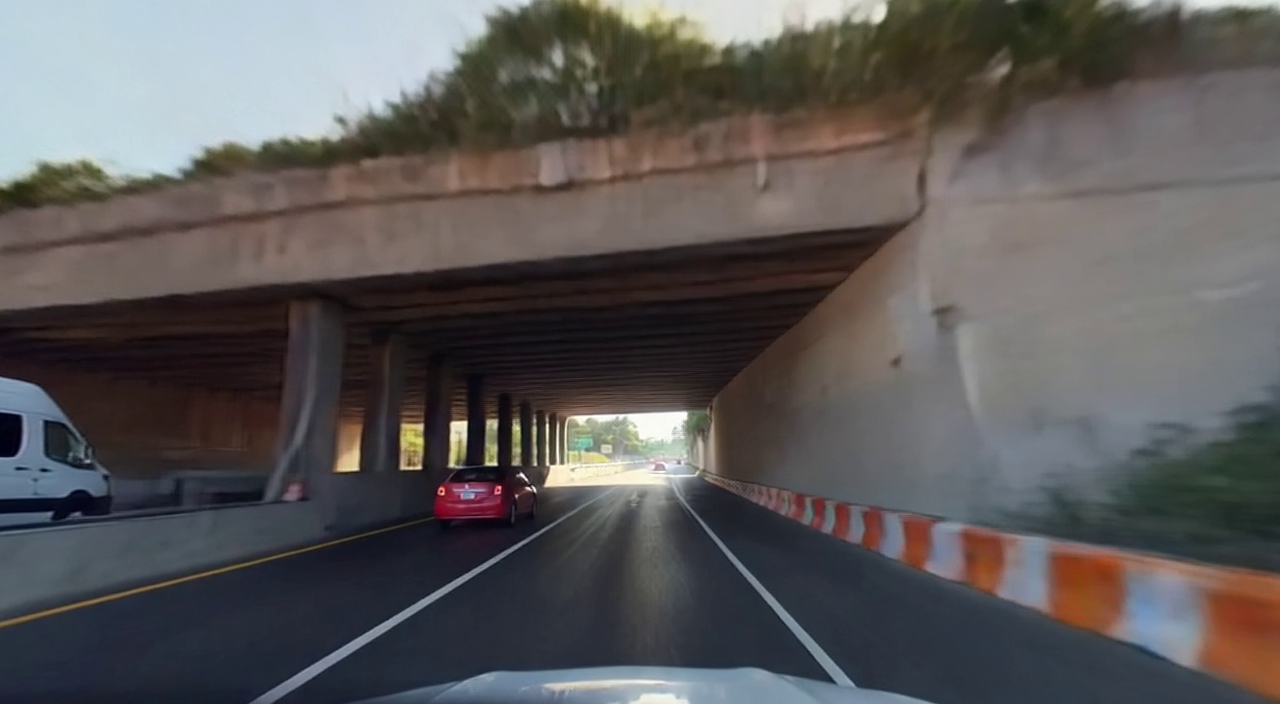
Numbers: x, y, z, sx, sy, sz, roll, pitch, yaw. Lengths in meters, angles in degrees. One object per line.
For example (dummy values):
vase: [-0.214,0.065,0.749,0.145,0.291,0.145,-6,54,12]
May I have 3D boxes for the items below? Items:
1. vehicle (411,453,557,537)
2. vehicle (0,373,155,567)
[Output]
vehicle: [-3.078,2.931,13.296,1.992,1.466,3.690,0,-10,2]
vehicle: [-9.883,1.417,7.649,2.310,2.576,6.321,-1,-10,7]
